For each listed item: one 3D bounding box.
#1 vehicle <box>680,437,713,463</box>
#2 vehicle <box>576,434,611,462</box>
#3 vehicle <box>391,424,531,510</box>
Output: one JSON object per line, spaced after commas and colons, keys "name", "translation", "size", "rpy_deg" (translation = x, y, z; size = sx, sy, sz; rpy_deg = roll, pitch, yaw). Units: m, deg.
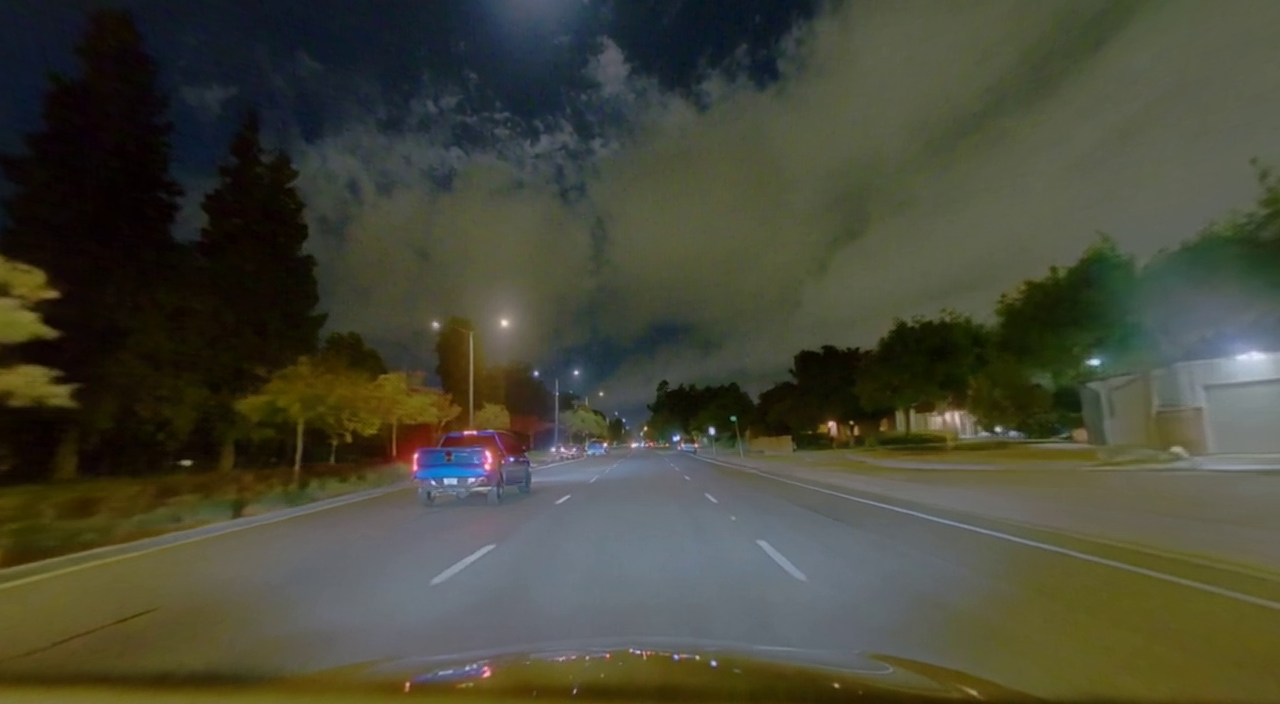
{"name": "vehicle", "translation": [4.051, 7.145, 46.000], "size": [2.016, 1.736, 4.356], "rpy_deg": [0, -8, 0]}
{"name": "vehicle", "translation": [-3.422, 7.201, 47.178], "size": [2.230, 1.987, 4.385], "rpy_deg": [0, -8, 2]}
{"name": "vehicle", "translation": [-4.094, 2.708, 15.360], "size": [2.002, 1.747, 4.728], "rpy_deg": [0, -8, 0]}
